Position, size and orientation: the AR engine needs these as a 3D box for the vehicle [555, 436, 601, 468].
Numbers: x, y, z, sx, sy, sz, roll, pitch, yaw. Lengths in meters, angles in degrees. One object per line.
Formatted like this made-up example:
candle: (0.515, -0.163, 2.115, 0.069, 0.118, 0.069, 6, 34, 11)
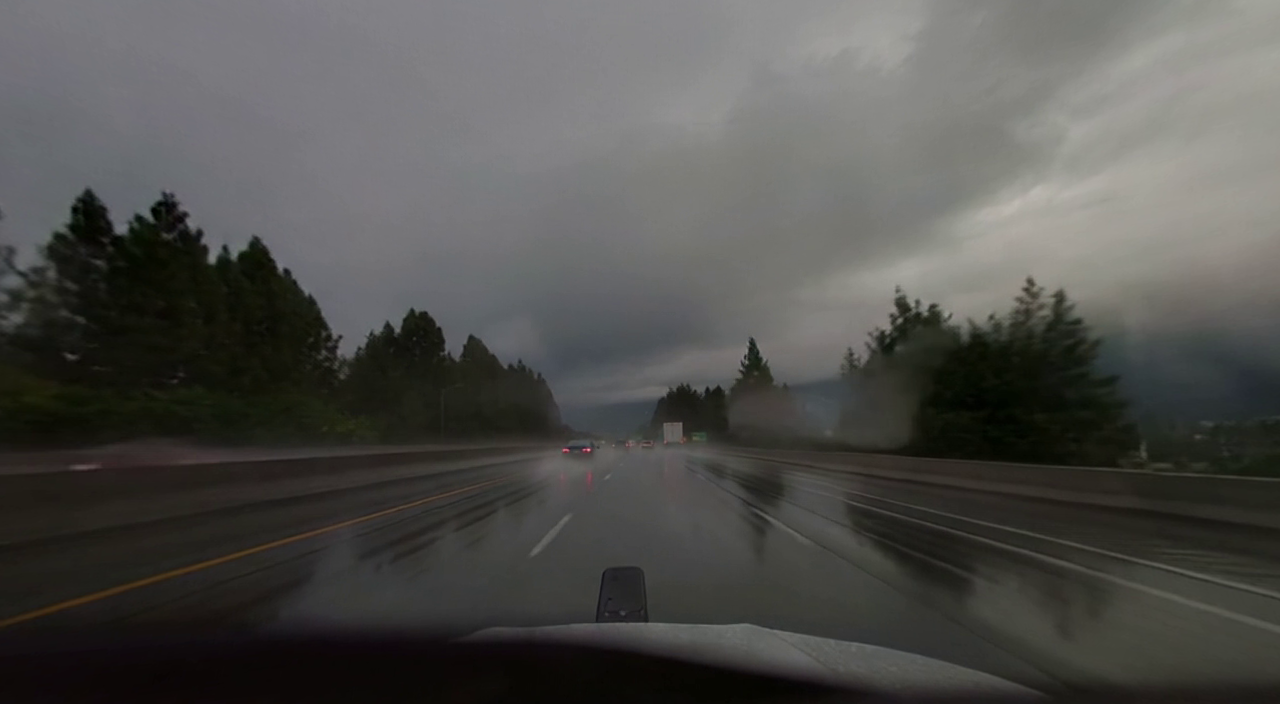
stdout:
vehicle: (-3.245, 5.341, 33.624, 2.025, 1.571, 3.662, 0, -9, 0)
